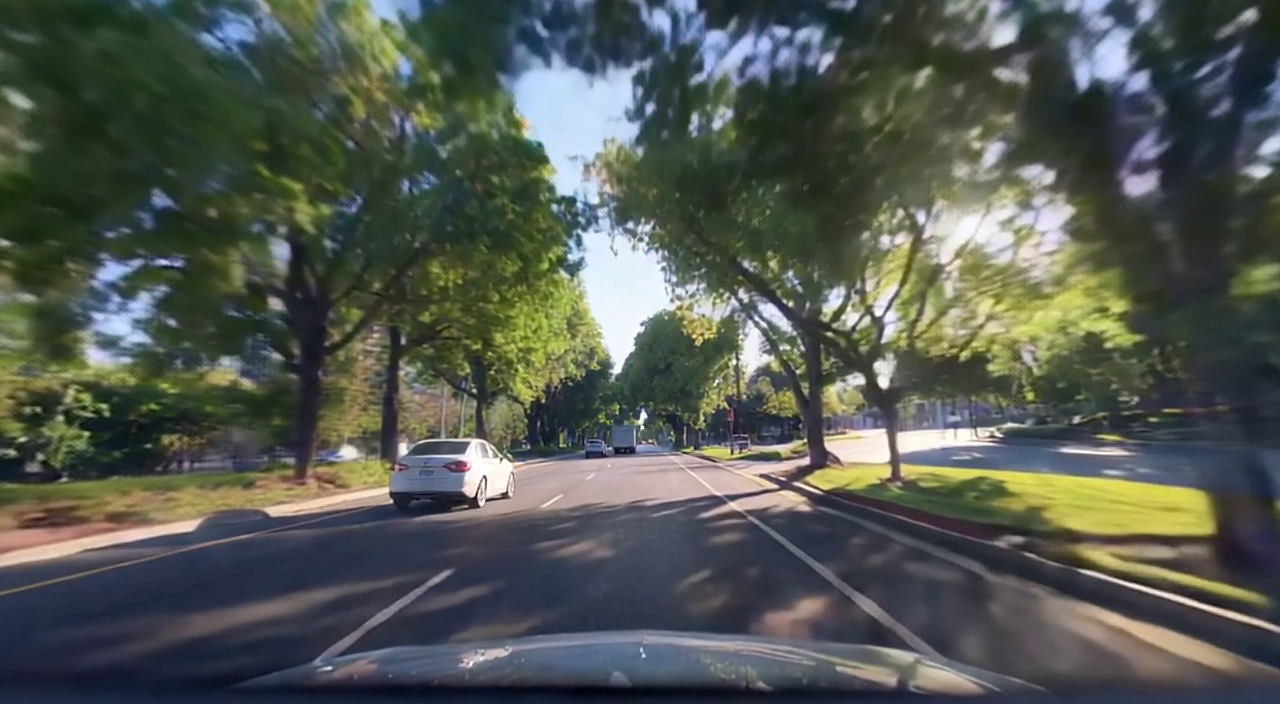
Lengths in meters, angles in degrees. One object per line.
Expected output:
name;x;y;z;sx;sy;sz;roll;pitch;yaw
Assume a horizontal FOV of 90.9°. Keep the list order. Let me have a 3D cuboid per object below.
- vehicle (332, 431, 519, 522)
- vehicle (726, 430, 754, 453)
vehicle;-3.902;2.337;12.444;2.033;1.454;4.512;0;-8;1
vehicle;7.582;6.808;47.929;1.594;1.688;2.861;-2;-8;1
